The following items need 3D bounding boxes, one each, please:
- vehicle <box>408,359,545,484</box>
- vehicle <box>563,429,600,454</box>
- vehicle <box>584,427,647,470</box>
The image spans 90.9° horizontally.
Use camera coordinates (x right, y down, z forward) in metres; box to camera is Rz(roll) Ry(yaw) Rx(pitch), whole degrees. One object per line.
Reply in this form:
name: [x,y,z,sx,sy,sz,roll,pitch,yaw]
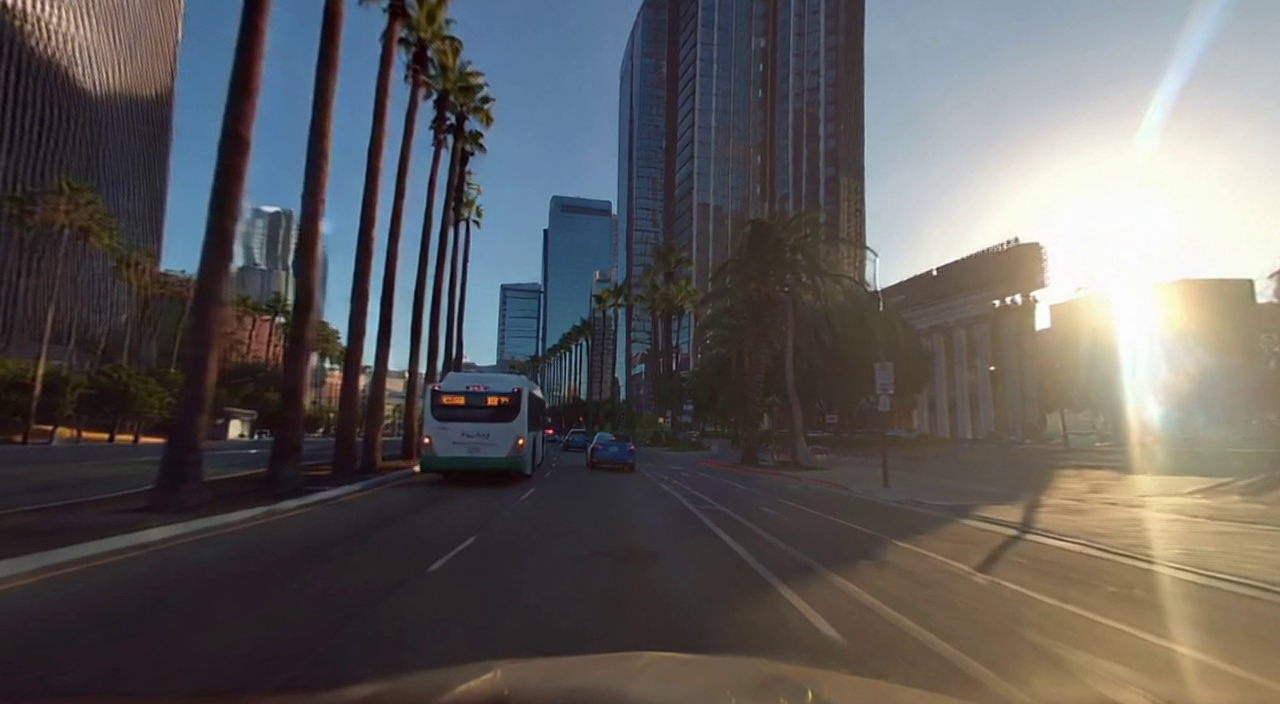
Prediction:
vehicle: [-4.676,2.287,19.935,2.678,3.042,8.474,2,-8,-5]
vehicle: [-3.831,5.818,40.975,1.993,1.452,3.873,3,-8,-10]
vehicle: [-1.076,3.788,24.992,2.107,1.481,4.097,3,-8,-7]
